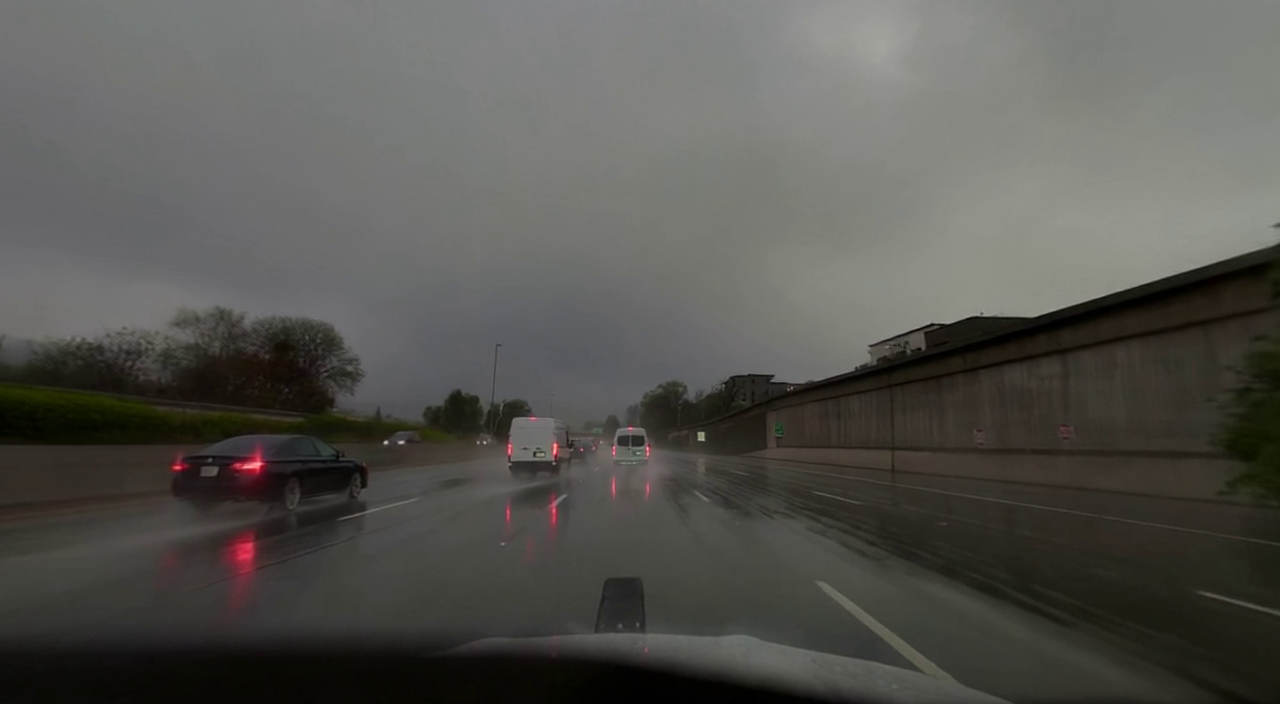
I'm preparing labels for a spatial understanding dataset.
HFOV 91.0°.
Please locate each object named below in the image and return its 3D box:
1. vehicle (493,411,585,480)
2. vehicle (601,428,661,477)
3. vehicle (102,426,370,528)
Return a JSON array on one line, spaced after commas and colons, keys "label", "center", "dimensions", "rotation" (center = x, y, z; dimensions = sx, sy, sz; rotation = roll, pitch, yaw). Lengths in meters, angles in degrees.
[{"label": "vehicle", "center": [-3.647, 3.584, 24.107], "dimensions": [2.504, 2.276, 5.933], "rotation": [0, -9, 0]}, {"label": "vehicle", "center": [-0.330, 4.036, 25.440], "dimensions": [2.207, 1.807, 4.199], "rotation": [0, -9, 0]}, {"label": "vehicle", "center": [-7.003, 2.205, 11.697], "dimensions": [1.959, 1.493, 4.575], "rotation": [0, -9, 0]}]
